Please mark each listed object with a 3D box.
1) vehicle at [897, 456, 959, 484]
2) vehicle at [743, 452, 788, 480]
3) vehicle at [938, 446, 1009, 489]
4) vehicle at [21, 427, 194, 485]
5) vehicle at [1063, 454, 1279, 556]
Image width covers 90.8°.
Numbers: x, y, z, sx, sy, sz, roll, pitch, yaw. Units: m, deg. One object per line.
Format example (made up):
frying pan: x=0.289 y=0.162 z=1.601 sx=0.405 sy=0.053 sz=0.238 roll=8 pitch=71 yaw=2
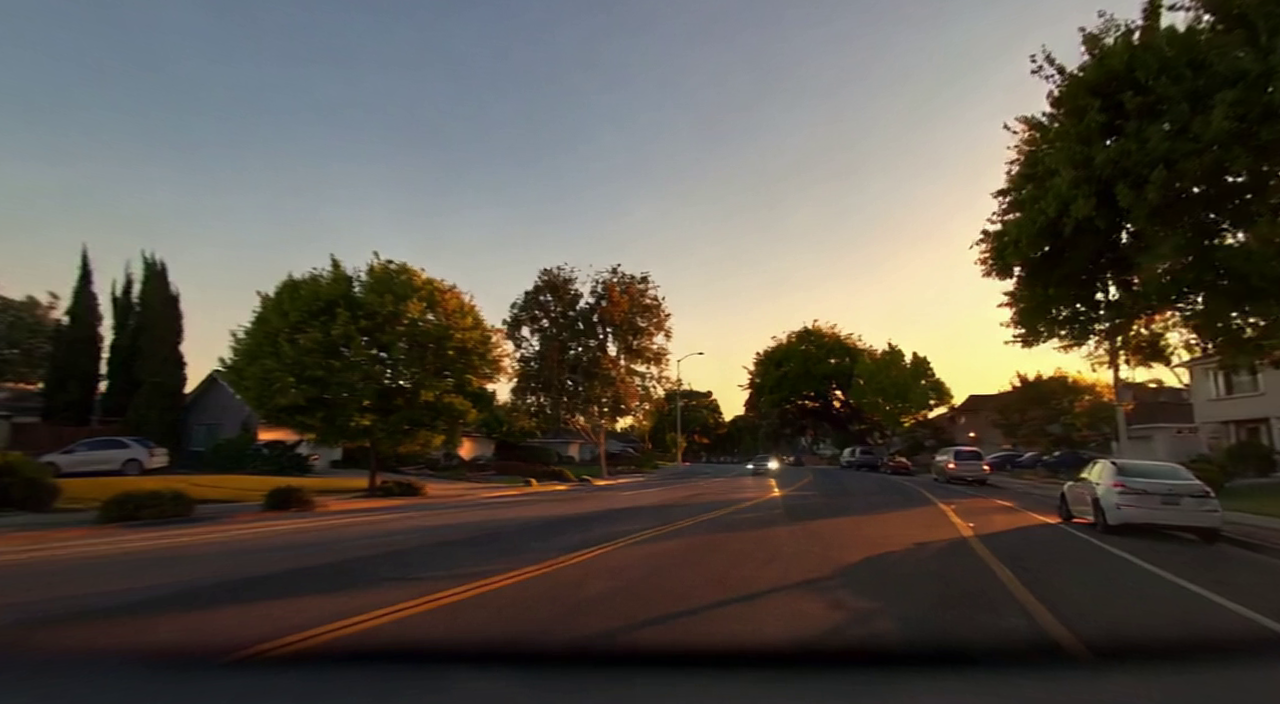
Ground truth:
vehicle: x=20.126 y=8.205 z=44.378 sx=2.713 sy=1.671 sz=4.939 roll=-1 pitch=-8 yaw=10
vehicle: x=7.632 y=6.832 z=38.116 sx=2.058 sy=1.551 sz=4.247 roll=-3 pitch=-9 yaw=18
vehicle: x=17.994 y=6.196 z=34.364 sx=2.305 sy=2.111 sz=4.965 roll=-2 pitch=-9 yaw=15
vehicle: x=-19.150 y=3.829 z=23.110 sx=2.024 sy=1.848 sz=4.797 roll=0 pitch=-10 yaw=1
vehicle: x=10.193 y=2.842 z=12.513 sx=2.080 sy=1.543 sz=4.294 roll=-3 pitch=-9 yaw=22
